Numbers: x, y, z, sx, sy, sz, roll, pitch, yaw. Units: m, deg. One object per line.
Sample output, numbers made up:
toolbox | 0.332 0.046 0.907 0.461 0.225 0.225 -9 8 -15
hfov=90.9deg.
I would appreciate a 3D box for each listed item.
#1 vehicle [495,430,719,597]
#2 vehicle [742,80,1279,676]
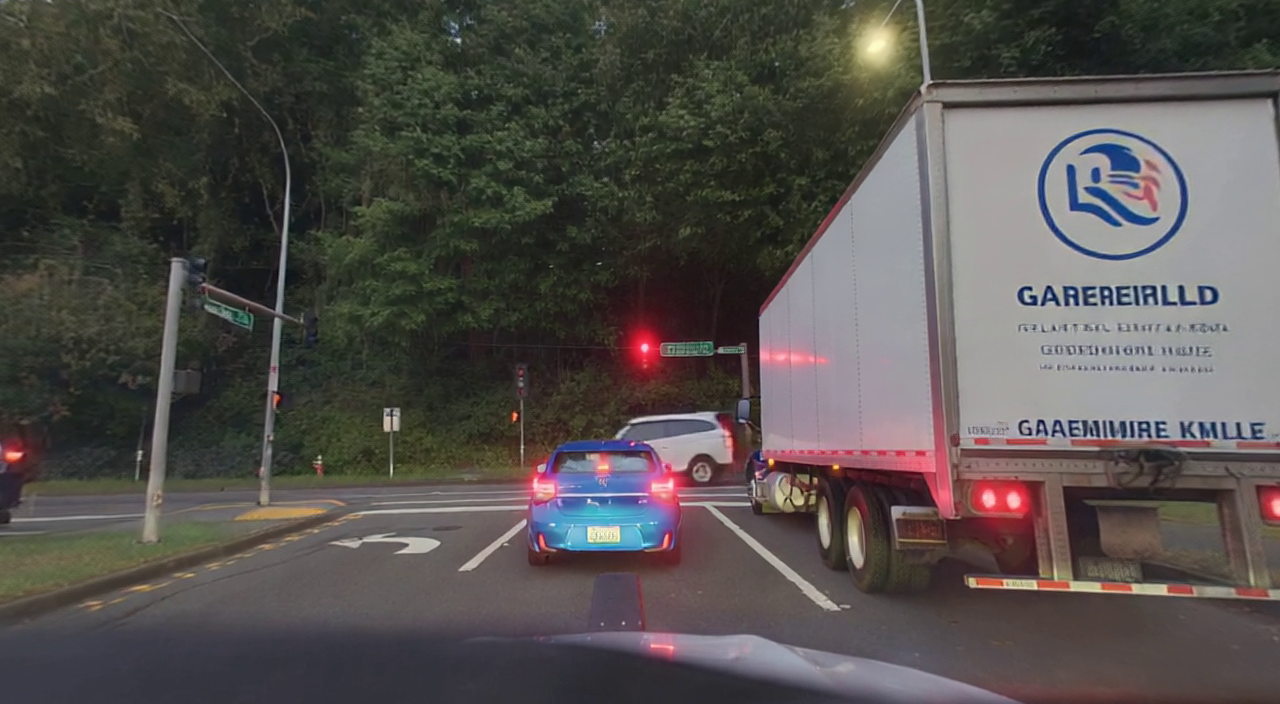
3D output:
vehicle | -0.327 1.712 7.427 1.975 1.457 3.526 0 -9 -1
vehicle | 3.569 0.781 8.784 2.884 3.753 9.763 0 -9 2
